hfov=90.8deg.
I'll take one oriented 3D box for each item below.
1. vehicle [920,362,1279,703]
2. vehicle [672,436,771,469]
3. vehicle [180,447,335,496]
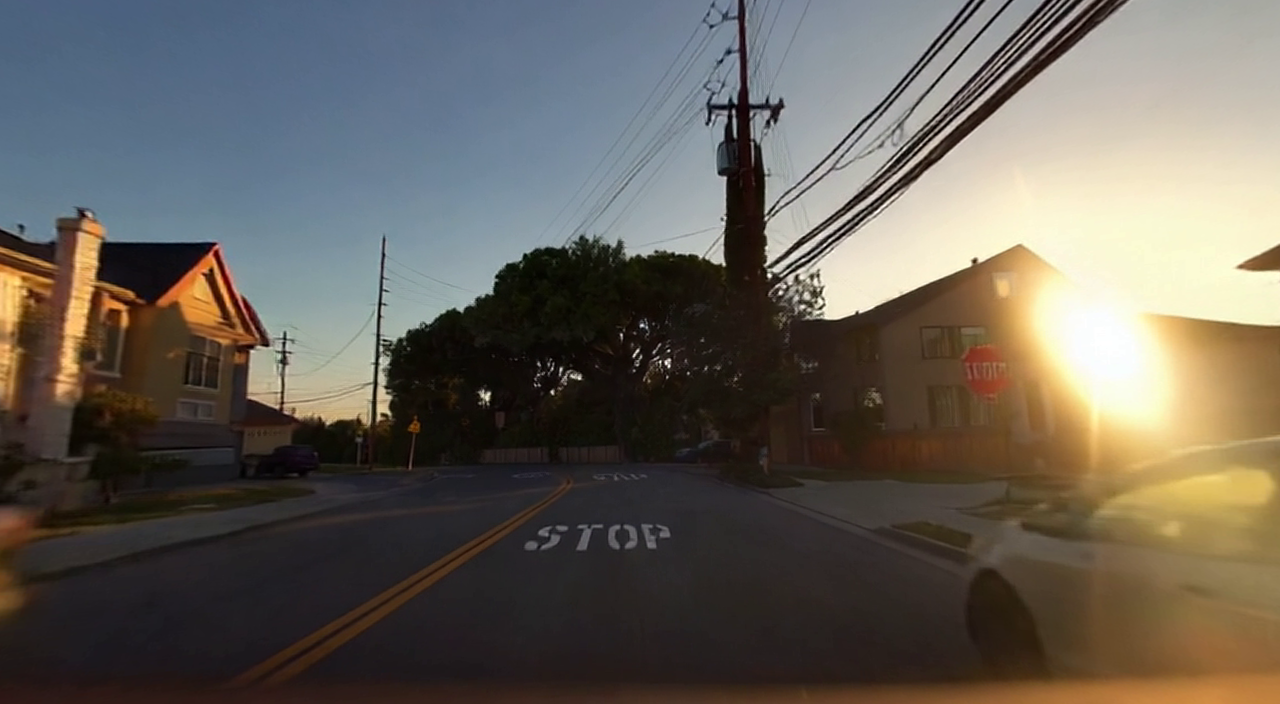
[{"bbox_3d":[2.715,0.771,1.483,2.080,1.531,4.415,0,-8,0],"label":"vehicle"},{"bbox_3d":[4.965,6.198,38.773,5.578,1.842,2.300,3,-9,-12],"label":"vehicle"},{"bbox_3d":[-13.157,4.117,21.954,4.146,1.535,1.862,0,-8,-3],"label":"vehicle"}]
